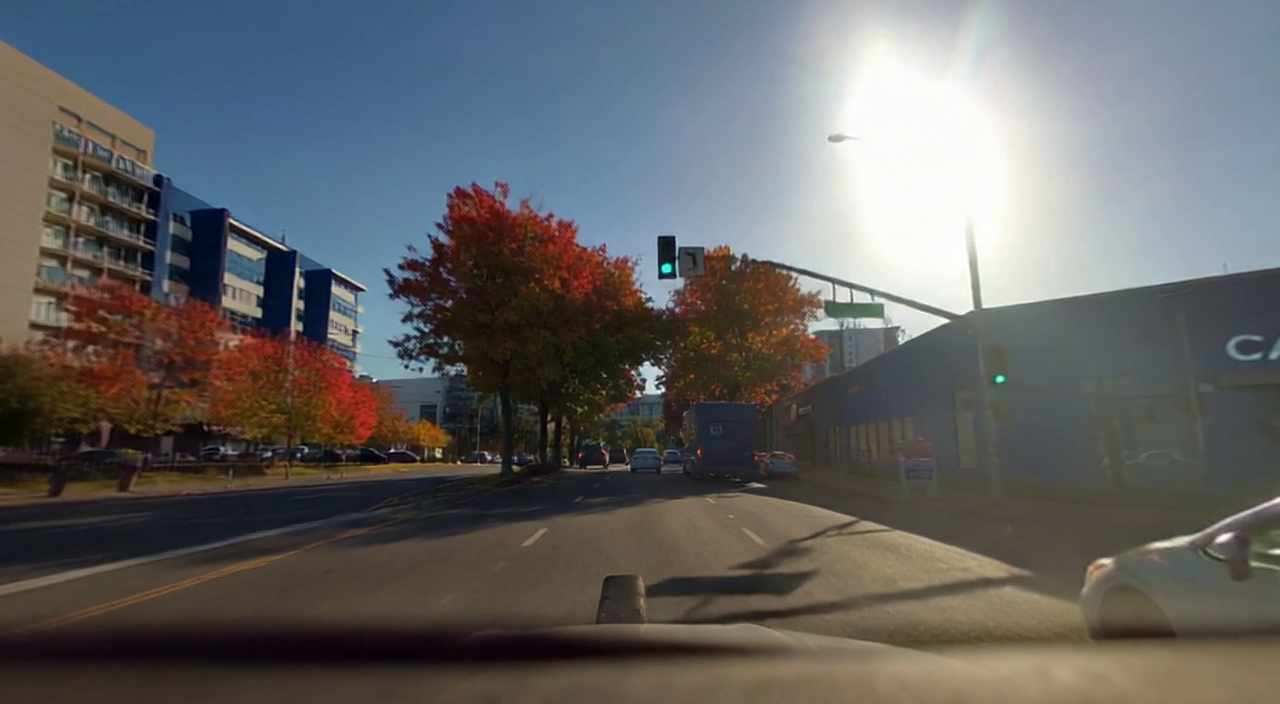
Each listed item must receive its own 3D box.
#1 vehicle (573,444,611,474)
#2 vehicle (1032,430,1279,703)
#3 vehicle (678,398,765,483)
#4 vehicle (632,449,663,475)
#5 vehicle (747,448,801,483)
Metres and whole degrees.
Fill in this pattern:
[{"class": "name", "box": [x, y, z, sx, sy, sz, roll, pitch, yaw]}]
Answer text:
[{"class": "vehicle", "box": [-3.125, 7.040, 41.725, 2.035, 1.867, 4.607, -1, -9, 2]}, {"class": "vehicle", "box": [3.807, 0.954, 2.025, 1.915, 1.449, 4.970, 0, -9, 0]}, {"class": "vehicle", "box": [3.877, 4.654, 32.744, 3.003, 3.680, 10.684, 0, -9, 0]}, {"class": "vehicle", "box": [0.440, 6.894, 39.693, 1.846, 1.528, 4.348, 0, -9, 0]}, {"class": "vehicle", "box": [6.980, 6.062, 33.252, 1.889, 1.417, 4.759, -3, -14, 1]}]
